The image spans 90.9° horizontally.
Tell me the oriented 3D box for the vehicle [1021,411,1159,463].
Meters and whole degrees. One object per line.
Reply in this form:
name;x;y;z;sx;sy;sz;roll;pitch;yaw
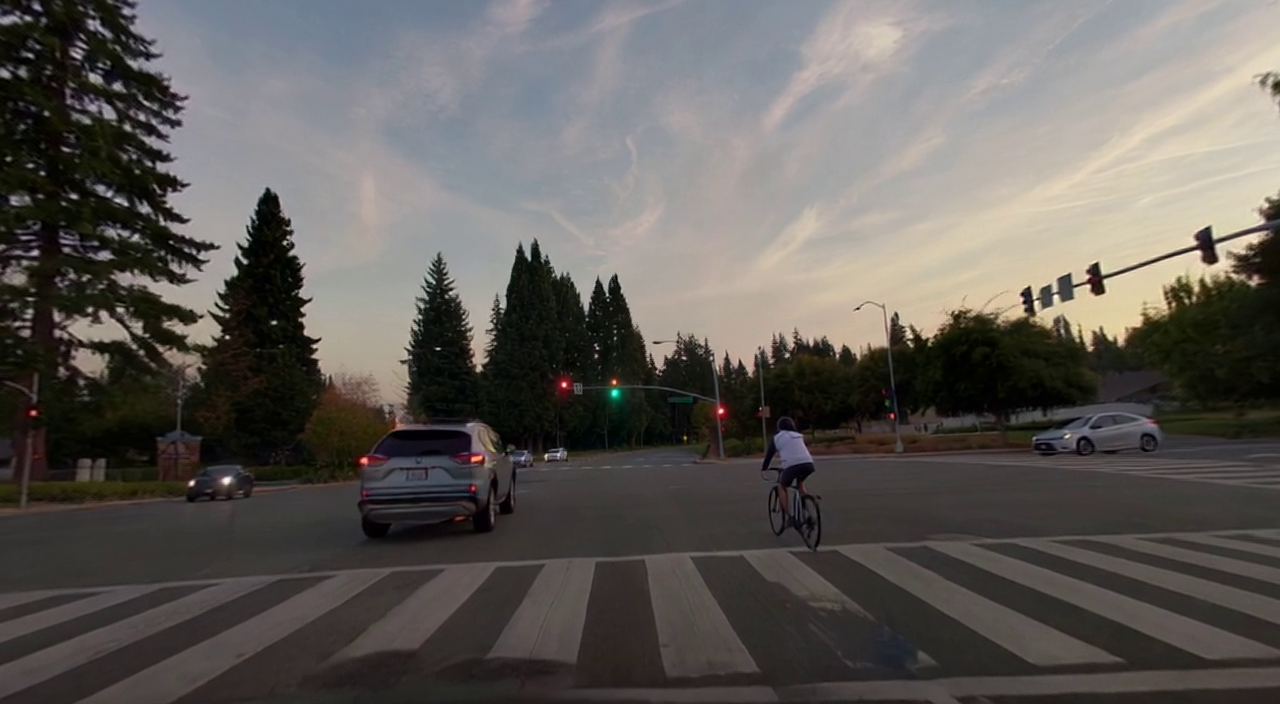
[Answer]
vehicle;18.544;3.527;26.086;4.237;1.948;1.997;0;-9;-9

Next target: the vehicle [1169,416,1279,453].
vehicle;25.730;3.560;27.046;4.716;1.507;1.904;2;-9;-11

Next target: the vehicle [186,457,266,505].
vehicle;-15.381;4.756;23.678;2.171;1.474;4.513;5;-10;-30

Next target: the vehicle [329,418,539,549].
vehicle;-3.156;2.118;10.870;2.049;1.756;4.602;0;-8;0
